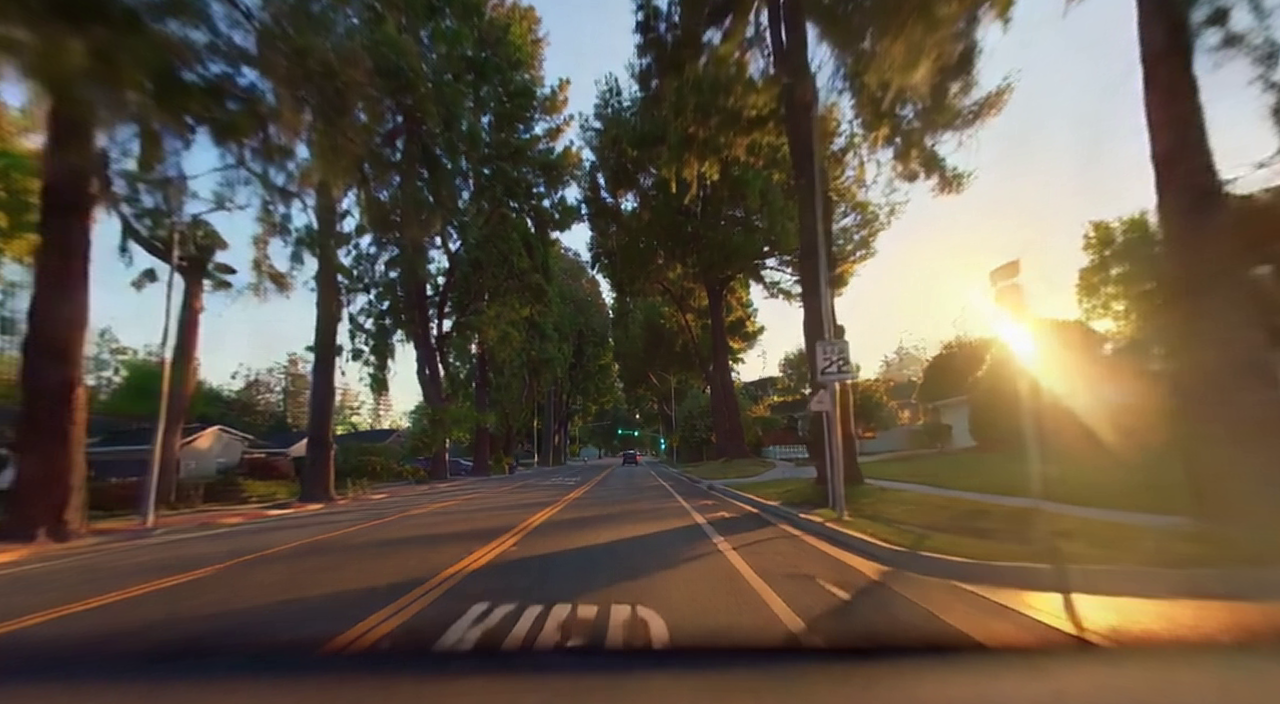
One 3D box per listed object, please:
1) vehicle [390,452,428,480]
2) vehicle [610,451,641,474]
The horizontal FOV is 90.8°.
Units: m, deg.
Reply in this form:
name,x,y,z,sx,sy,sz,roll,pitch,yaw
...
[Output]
name,x,y,z,sx,sy,sz,roll,pitch,yaw
vehicle,-17.202,8.434,46.901,2.378,1.922,5.801,4,-10,-21
vehicle,-1.086,7.791,44.827,2.104,1.500,3.815,1,-9,-2
